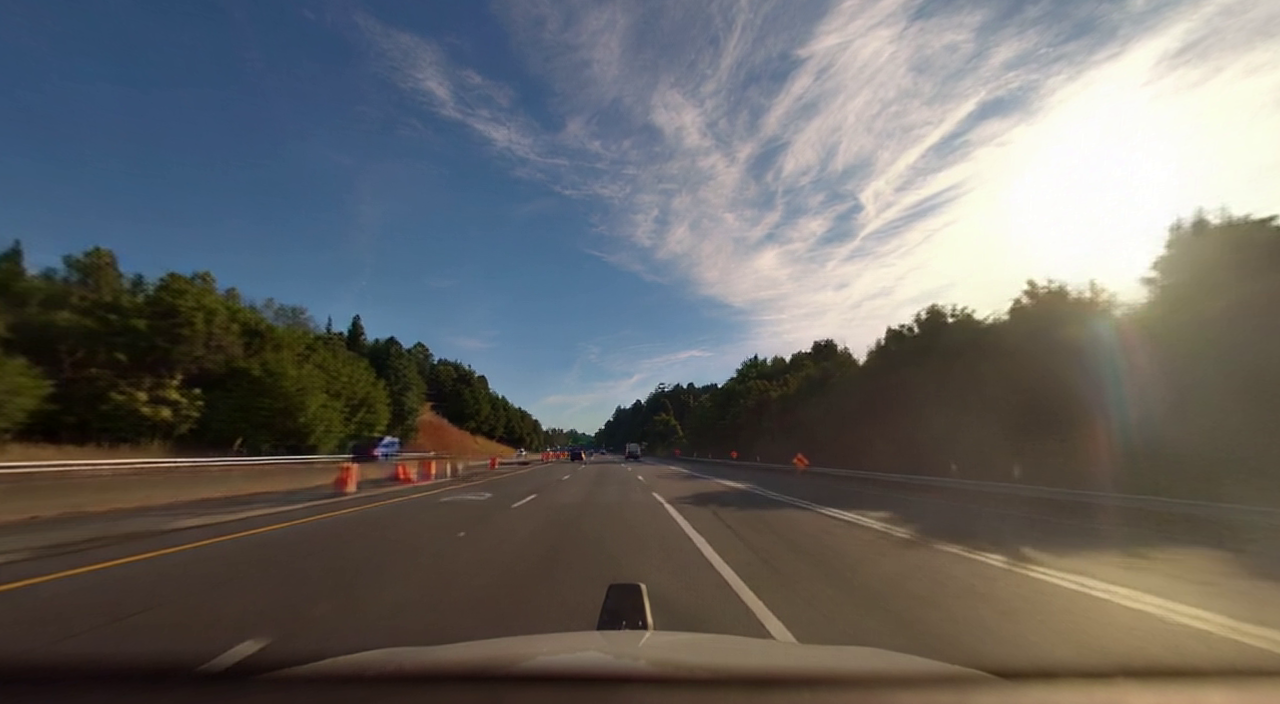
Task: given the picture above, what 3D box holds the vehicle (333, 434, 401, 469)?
[{"bbox_3d":[-19.455,7.148,45.230,2.411,2.328,5.807,0,-9,-2],"label":"vehicle"}]
